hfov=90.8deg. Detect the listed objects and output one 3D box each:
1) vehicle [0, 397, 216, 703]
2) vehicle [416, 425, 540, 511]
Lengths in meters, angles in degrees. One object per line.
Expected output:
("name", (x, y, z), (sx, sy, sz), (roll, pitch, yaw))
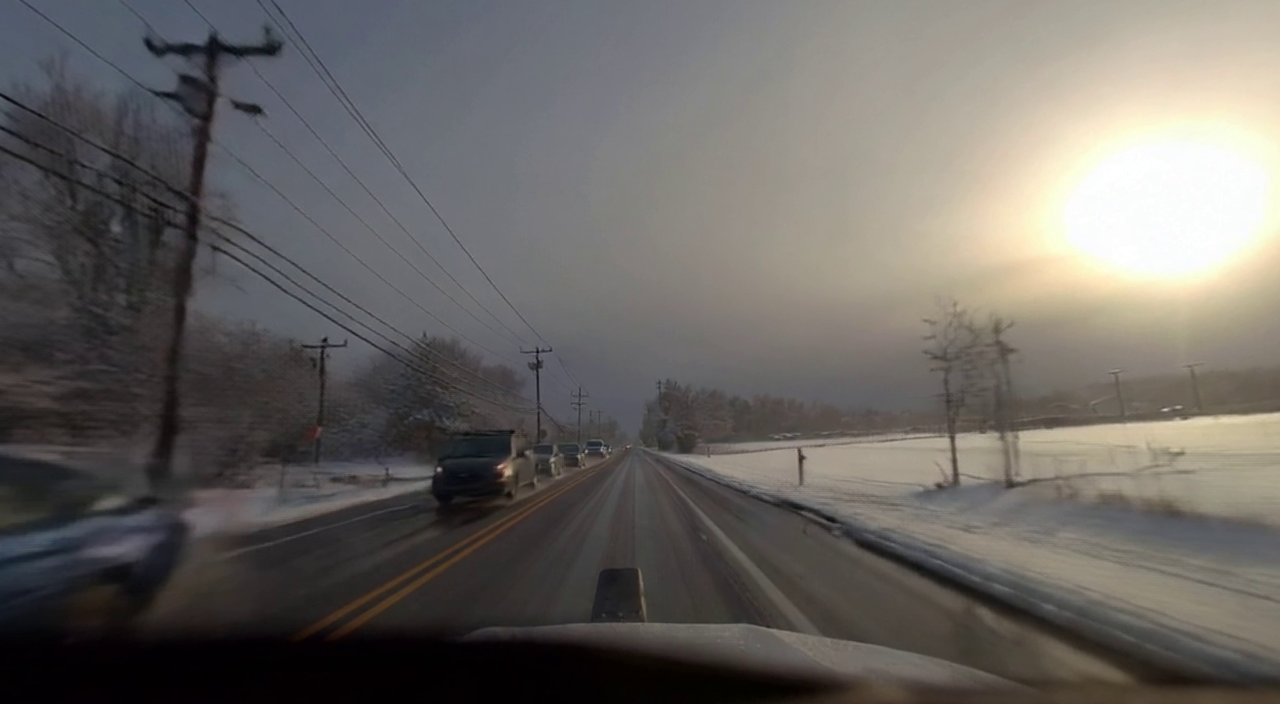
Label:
("vehicle", (-4.254, 1.048, 2.589), (2.070, 1.665, 4.554), (-3, -8, -3))
("vehicle", (-4.219, 3.066, 17.278), (2.261, 1.901, 4.549), (-3, -8, -1))
